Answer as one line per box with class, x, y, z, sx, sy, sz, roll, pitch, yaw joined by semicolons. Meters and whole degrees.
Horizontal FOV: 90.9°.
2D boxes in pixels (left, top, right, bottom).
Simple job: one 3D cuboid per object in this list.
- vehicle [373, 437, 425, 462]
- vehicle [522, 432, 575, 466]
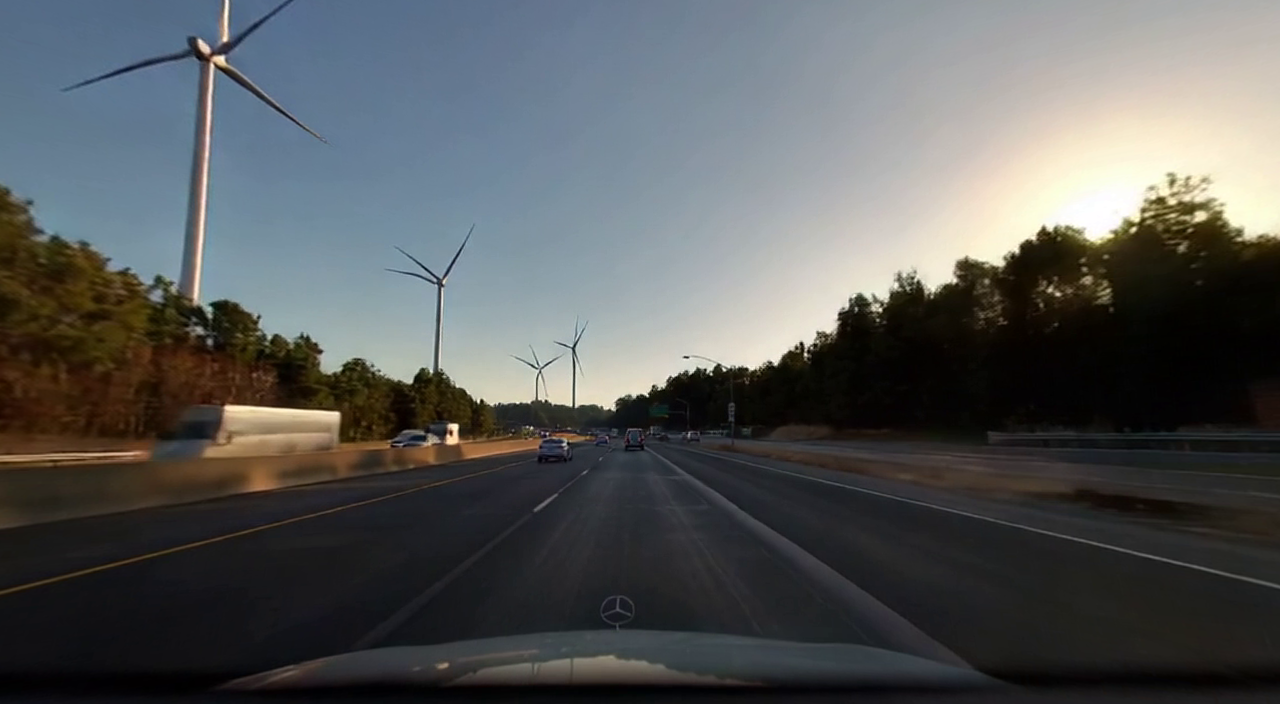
vehicle;-16.962;6.853;44.566;2.020;1.629;4.222;0;-8;0
vehicle;-4.315;4.616;30.184;1.950;1.511;3.965;0;-8;0
